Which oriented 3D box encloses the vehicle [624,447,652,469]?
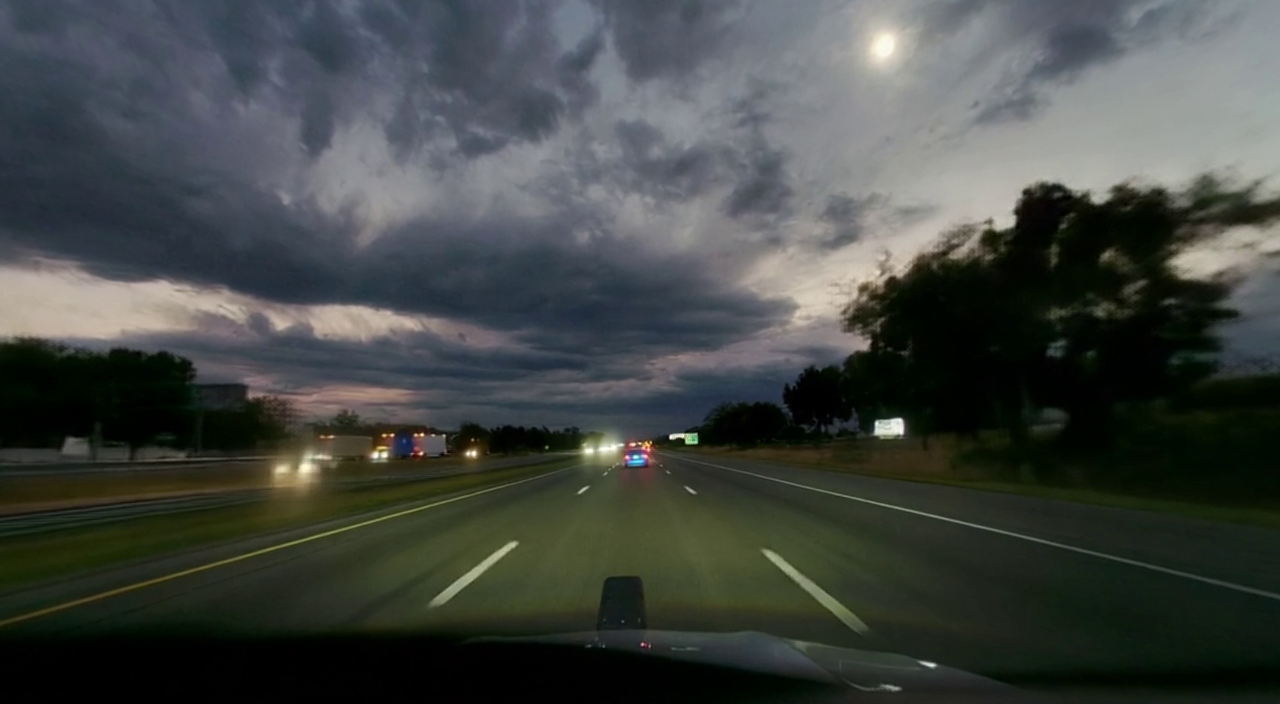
[{"bbox_3d":[-0.154,7.804,46.397,1.916,1.494,4.335,0,-9,-1],"label":"vehicle"}]

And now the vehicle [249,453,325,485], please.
[{"bbox_3d":[-18.951,6.272,34.022,1.807,1.559,3.952,0,-9,-1],"label":"vehicle"}]
